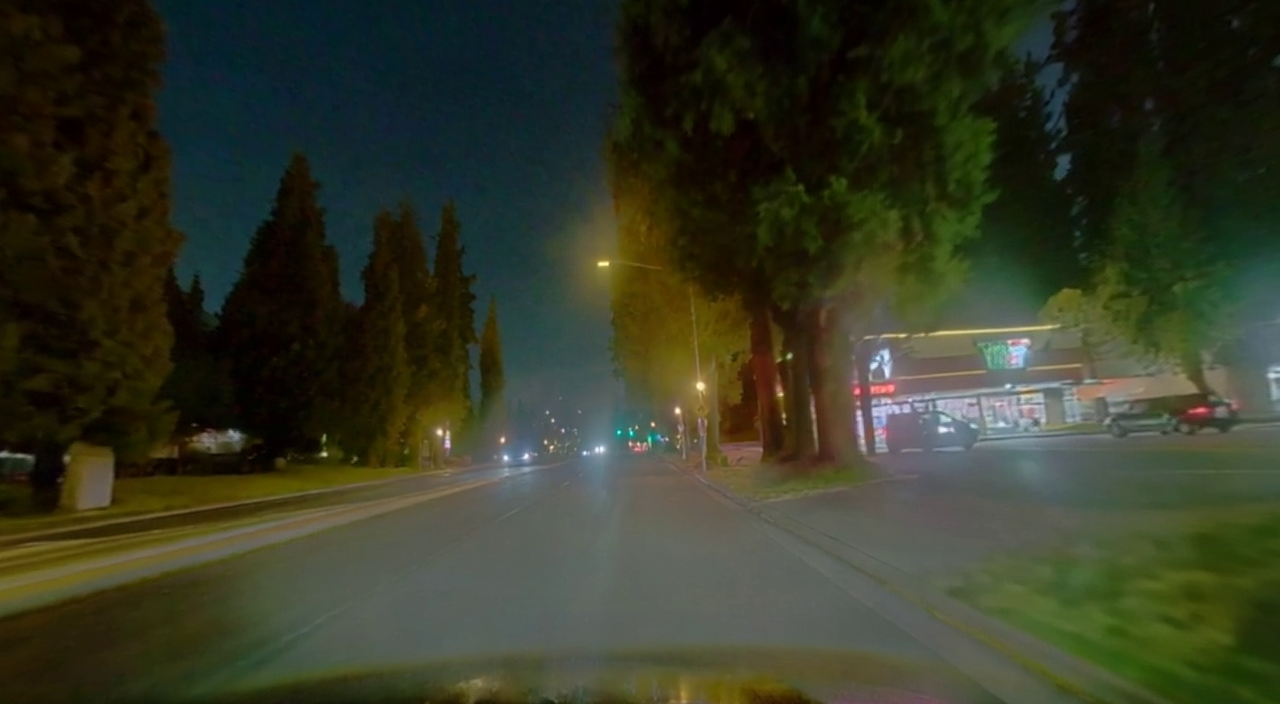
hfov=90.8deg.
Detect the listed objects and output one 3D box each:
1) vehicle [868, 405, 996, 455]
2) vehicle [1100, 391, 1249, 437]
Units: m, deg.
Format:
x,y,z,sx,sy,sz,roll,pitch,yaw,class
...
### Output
x,y,z,sx,sy,sz,roll,pitch,yaw,class
12.616,3.529,27.719,1.939,1.753,4.974,5,-12,-23,vehicle
23.824,2.836,28.366,1.796,1.664,4.617,1,-10,-32,vehicle
